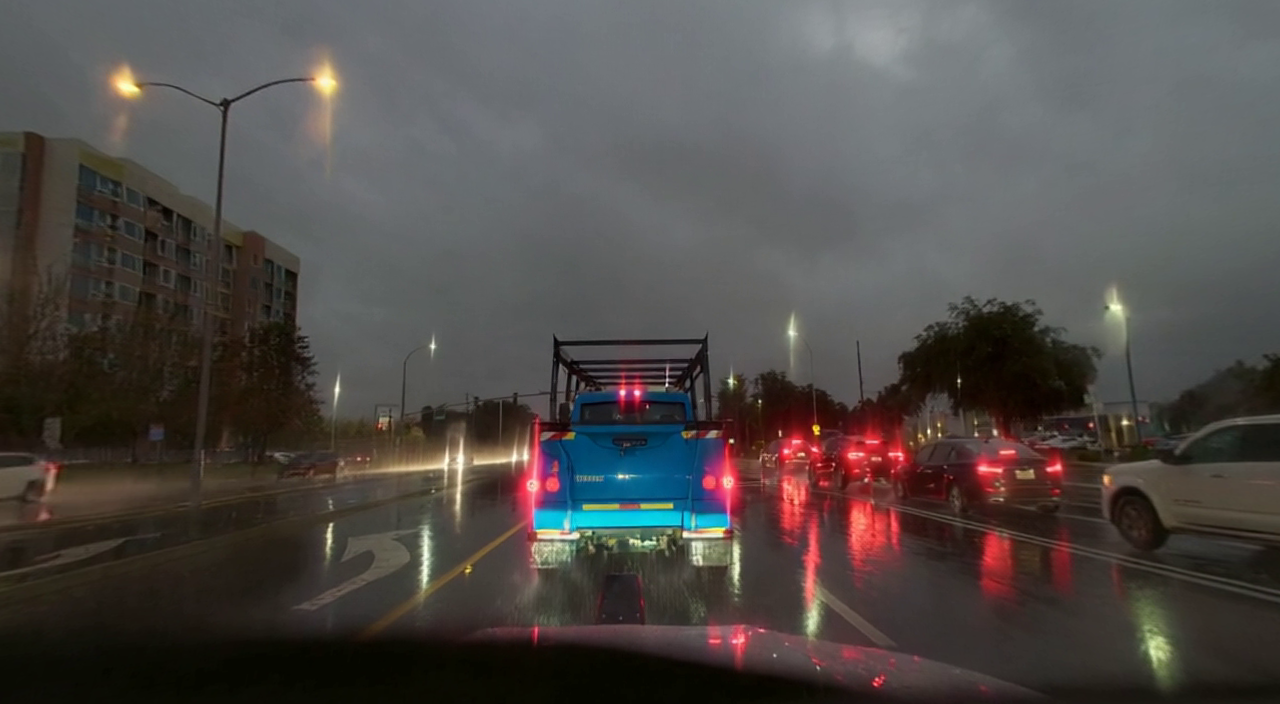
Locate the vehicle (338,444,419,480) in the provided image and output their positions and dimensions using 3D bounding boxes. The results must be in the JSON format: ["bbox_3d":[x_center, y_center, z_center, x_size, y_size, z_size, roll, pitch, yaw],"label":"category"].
[{"bbox_3d":[-12.457,5.230,30.437,1.928,1.591,4.509,0,-9,0],"label":"vehicle"}]

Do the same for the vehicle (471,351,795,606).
[{"bbox_3d":[-0.106,1.464,8.198,2.682,2.117,5.706,0,-9,-1],"label":"vehicle"}]

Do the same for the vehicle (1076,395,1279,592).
[{"bbox_3d":[6.815,1.329,6.044,2.023,1.771,4.488,0,-9,0],"label":"vehicle"}]

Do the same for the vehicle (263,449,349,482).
[{"bbox_3d":[-16.052,5.455,30.622,1.805,1.466,4.341,0,-9,0],"label":"vehicle"}]

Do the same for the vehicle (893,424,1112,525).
[{"bbox_3d":[7.067,2.413,12.981,1.931,1.692,4.267,0,-9,0],"label":"vehicle"}]

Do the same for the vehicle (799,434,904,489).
[{"bbox_3d":[7.062,3.700,21.613,1.953,1.665,4.327,0,-9,-2],"label":"vehicle"}]
